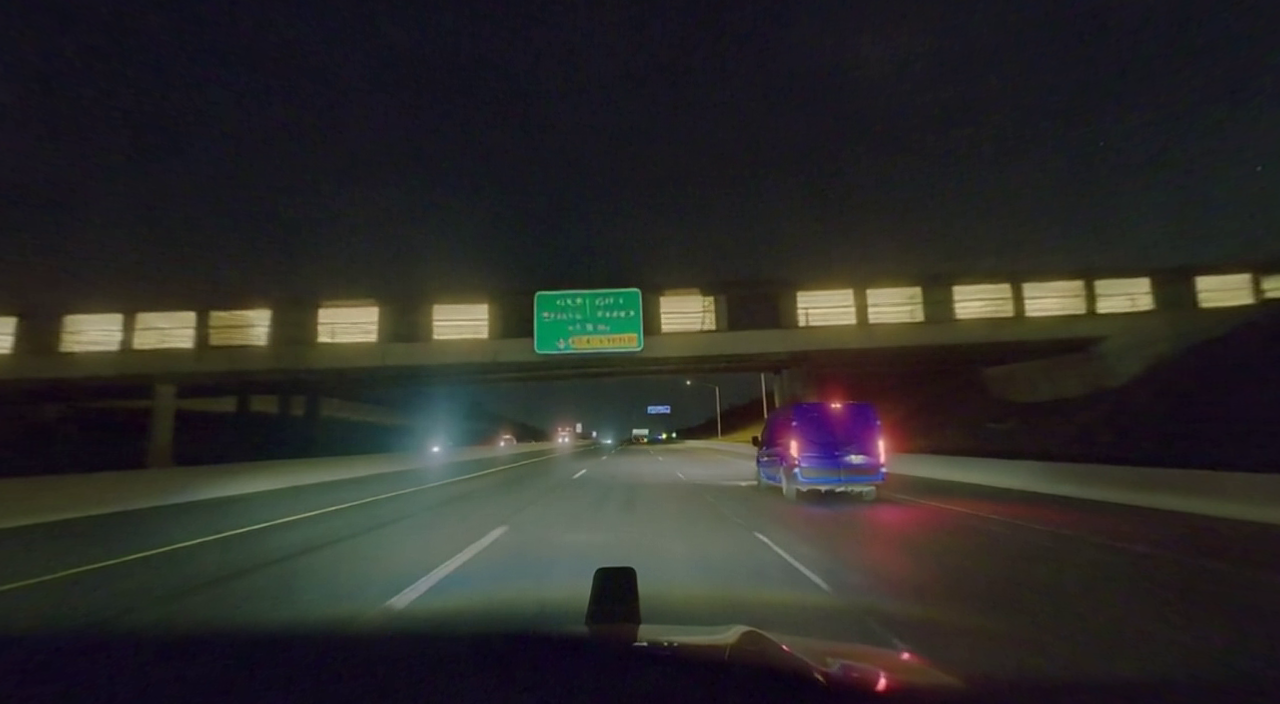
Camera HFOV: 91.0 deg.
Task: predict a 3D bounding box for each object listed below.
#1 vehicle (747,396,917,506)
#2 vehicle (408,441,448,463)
[{"bbox_3d":[3.939,2.138,13.955,2.161,2.002,4.631,0,-8,-2],"label":"vehicle"},{"bbox_3d":[-15.588,7.371,46.450,1.798,1.531,3.578,0,-8,-1],"label":"vehicle"}]
